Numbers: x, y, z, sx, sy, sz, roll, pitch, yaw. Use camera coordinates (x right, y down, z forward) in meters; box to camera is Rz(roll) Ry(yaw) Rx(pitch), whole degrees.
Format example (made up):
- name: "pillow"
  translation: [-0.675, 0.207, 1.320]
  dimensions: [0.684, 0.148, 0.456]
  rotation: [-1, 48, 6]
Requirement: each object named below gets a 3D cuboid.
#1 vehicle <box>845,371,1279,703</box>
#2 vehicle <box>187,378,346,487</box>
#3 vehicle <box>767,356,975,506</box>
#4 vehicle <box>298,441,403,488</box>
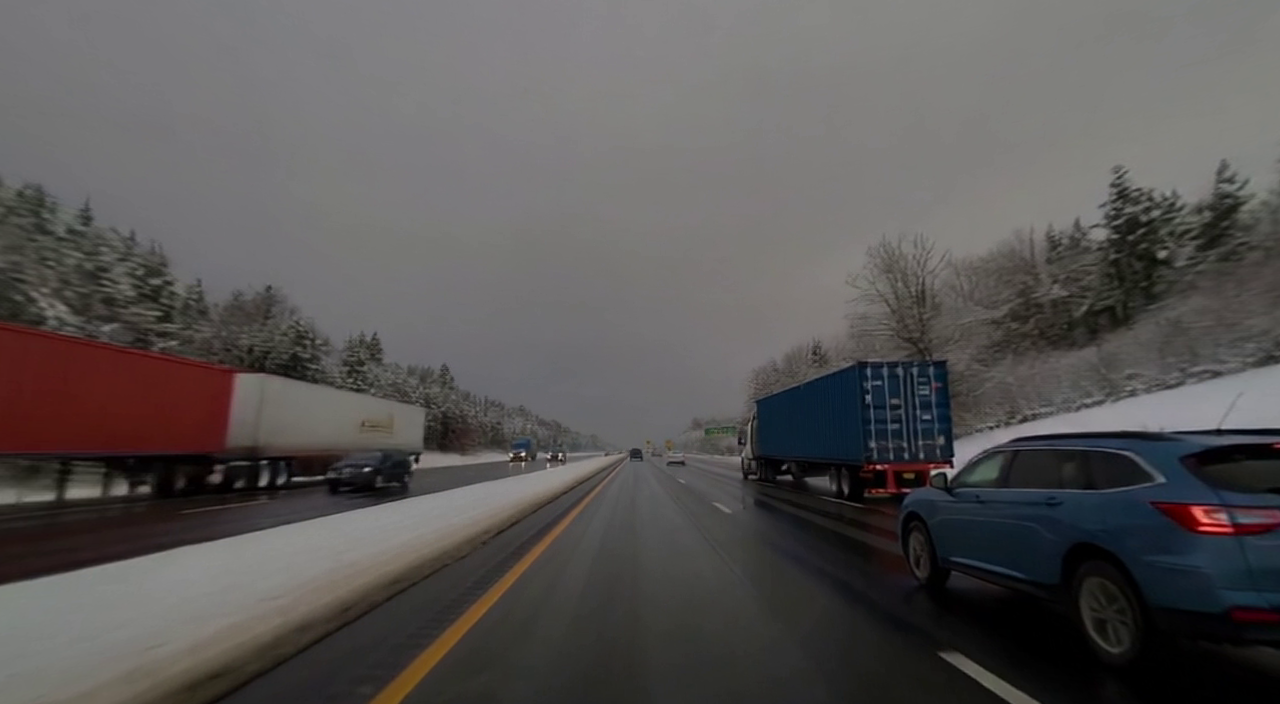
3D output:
- name: "vehicle"
  translation: [3.385, 1.243, 4.682]
  dimensions: [2.130, 1.658, 4.537]
  rotation: [0, -9, -1]
- name: "vehicle"
  translation: [-15.227, 3.418, 26.378]
  dimensions: [2.914, 4.017, 5.846]
  rotation: [0, -9, 0]
- name: "vehicle"
  translation: [7.692, 3.191, 24.152]
  dimensions: [2.882, 4.109, 13.567]
  rotation: [0, -9, 0]
- name: "vehicle"
  translation: [-11.138, 4.344, 24.679]
  dimensions: [2.026, 1.657, 4.362]
  rotation: [0, -9, 0]
